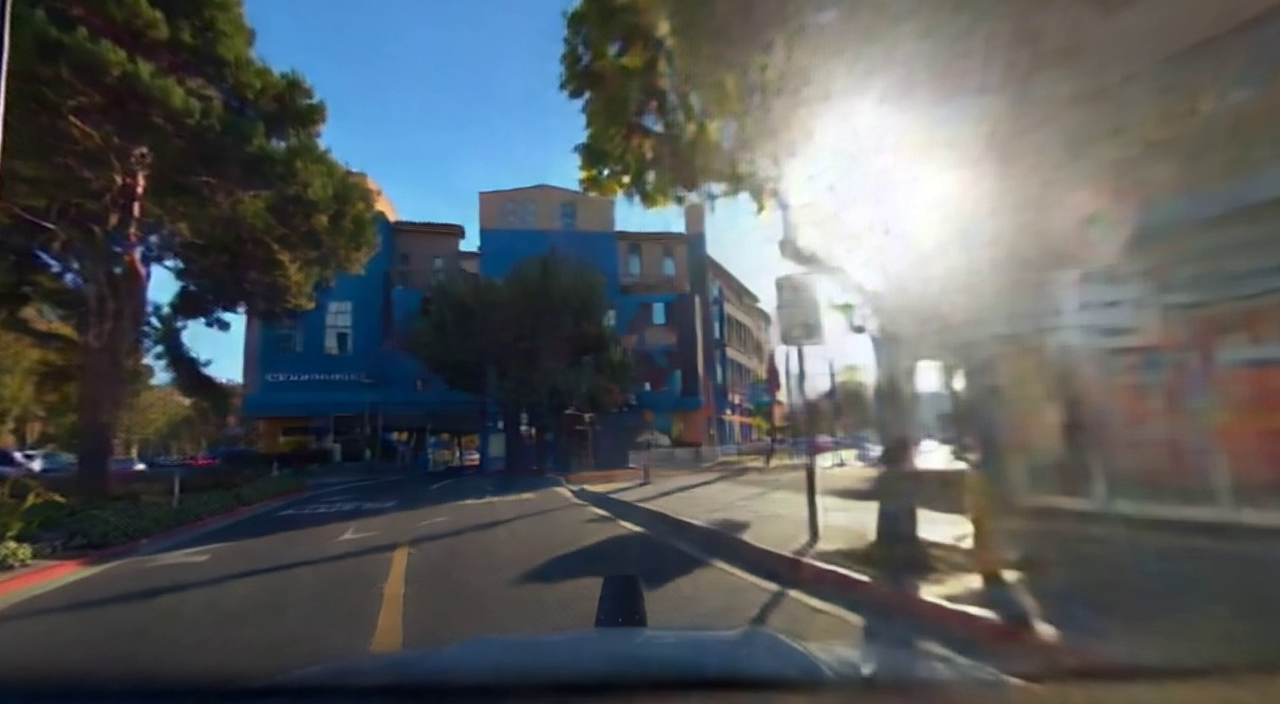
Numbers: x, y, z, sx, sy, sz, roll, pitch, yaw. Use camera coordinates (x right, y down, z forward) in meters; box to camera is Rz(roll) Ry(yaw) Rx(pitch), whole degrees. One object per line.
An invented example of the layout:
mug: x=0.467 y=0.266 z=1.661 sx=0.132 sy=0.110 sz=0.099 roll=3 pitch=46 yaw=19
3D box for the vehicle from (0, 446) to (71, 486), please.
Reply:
vehicle: x=-35.169 y=6.502 z=36.239 sx=1.870 sy=1.563 sz=4.039 roll=18 pitch=-11 yaw=-19
